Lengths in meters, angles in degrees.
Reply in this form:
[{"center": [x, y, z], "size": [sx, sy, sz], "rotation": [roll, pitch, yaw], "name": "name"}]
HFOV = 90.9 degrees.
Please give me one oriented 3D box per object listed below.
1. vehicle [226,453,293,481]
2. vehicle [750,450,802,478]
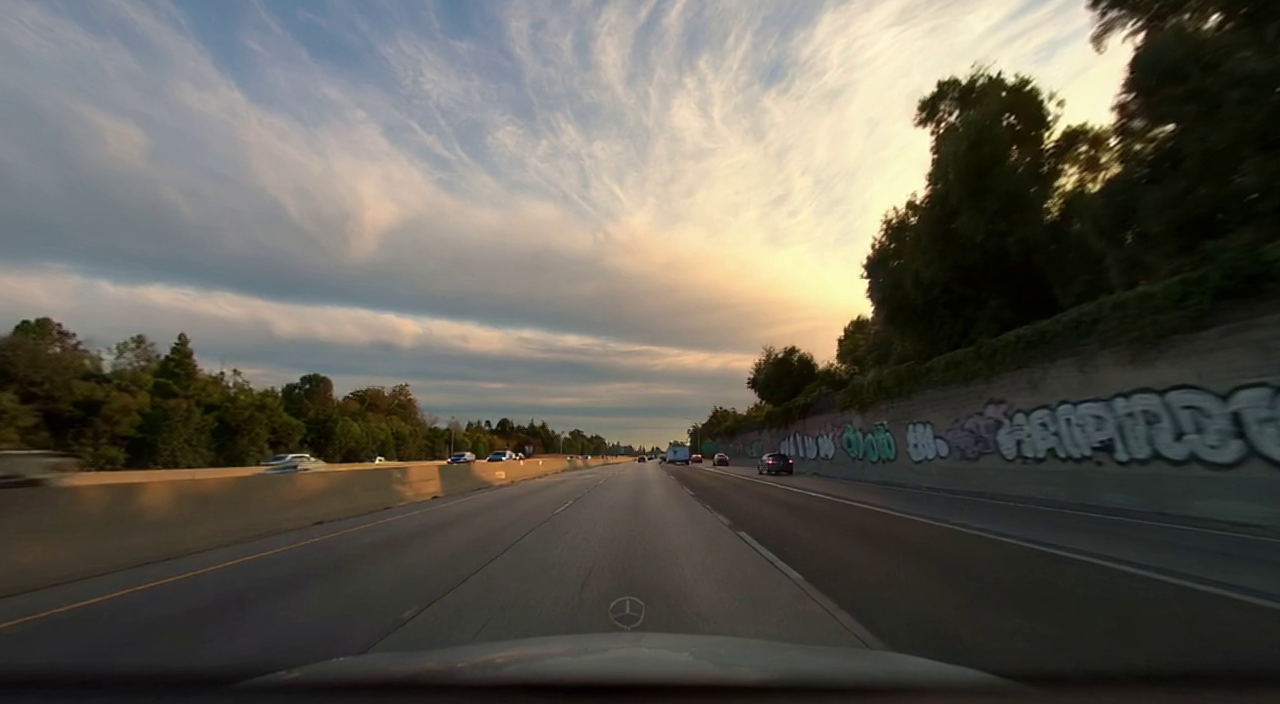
[{"center": [-25.100, 7.566, 41.740], "size": [1.943, 1.681, 4.492], "rotation": [1, -9, -6], "name": "vehicle"}, {"center": [7.681, 6.346, 35.946], "size": [1.907, 1.495, 4.517], "rotation": [0, -9, 0], "name": "vehicle"}]
